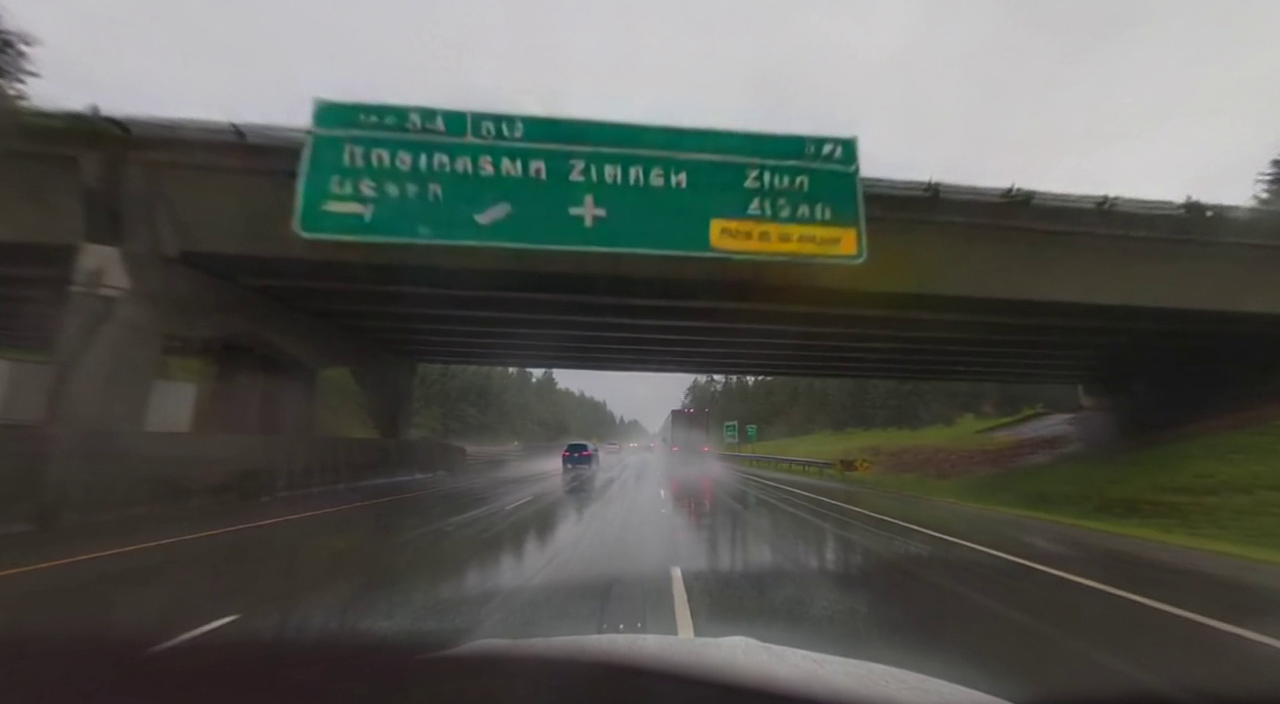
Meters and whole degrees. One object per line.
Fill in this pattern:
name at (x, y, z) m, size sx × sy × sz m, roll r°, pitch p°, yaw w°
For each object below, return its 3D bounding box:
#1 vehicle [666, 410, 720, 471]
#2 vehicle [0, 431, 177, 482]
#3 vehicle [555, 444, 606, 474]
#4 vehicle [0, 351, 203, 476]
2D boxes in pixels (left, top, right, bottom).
vehicle at (3.656, 6.591, 46.601) m, size 2.943 × 3.830 × 12.409 m, roll 0°, pitch -9°, yaw 0°
vehicle at (-17.734, 3.392, 20.618) m, size 1.788 × 1.461 × 4.321 m, roll 0°, pitch -9°, yaw 2°
vehicle at (-3.074, 5.636, 33.471) m, size 2.038 × 1.489 × 4.603 m, roll -1°, pitch -9°, yaw 3°
vehicle at (-22.028, 2.262, 22.043) m, size 2.907 × 3.988 × 14.319 m, roll -1°, pitch -9°, yaw 2°
